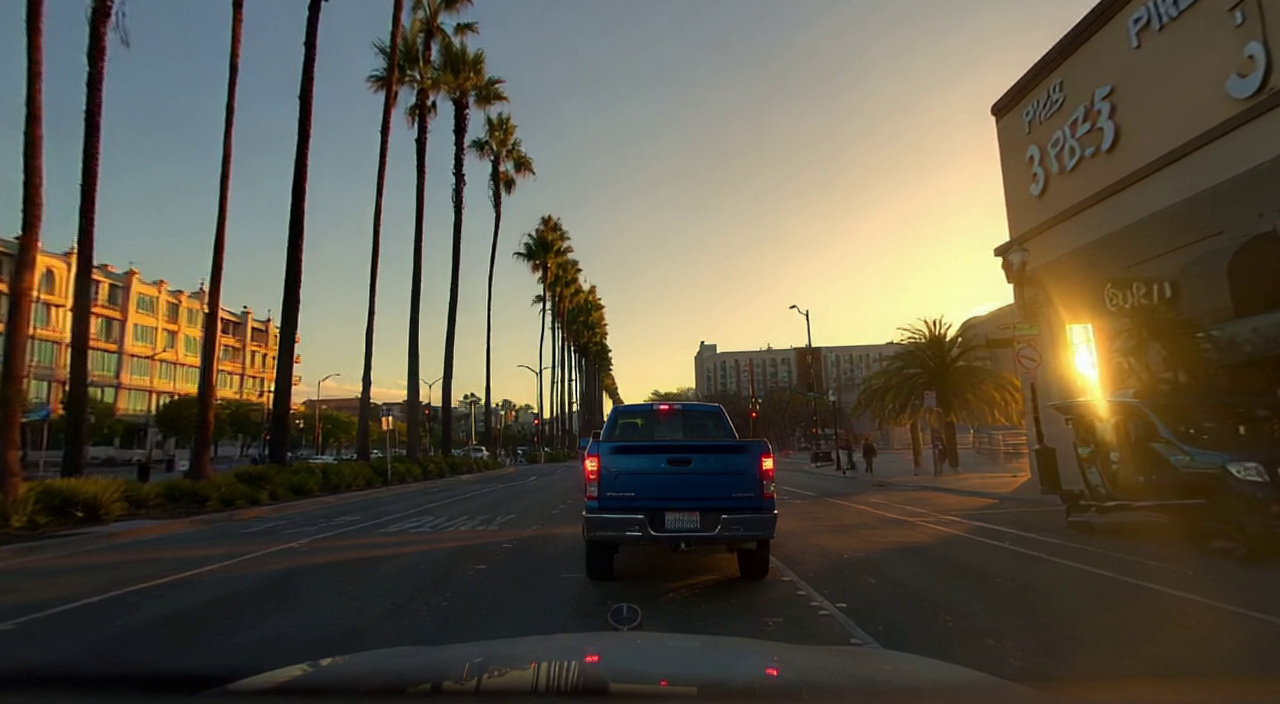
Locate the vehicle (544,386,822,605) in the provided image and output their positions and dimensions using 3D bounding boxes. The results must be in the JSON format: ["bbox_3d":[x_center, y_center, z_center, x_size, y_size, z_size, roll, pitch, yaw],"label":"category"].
[{"bbox_3d":[0.404,1.587,7.981,2.311,1.819,5.255,0,-8,1],"label":"vehicle"}]

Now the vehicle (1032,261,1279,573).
[{"bbox_3d":[7.844,0.874,8.578,2.666,3.345,3.622,-3,-9,7],"label":"vehicle"}]
